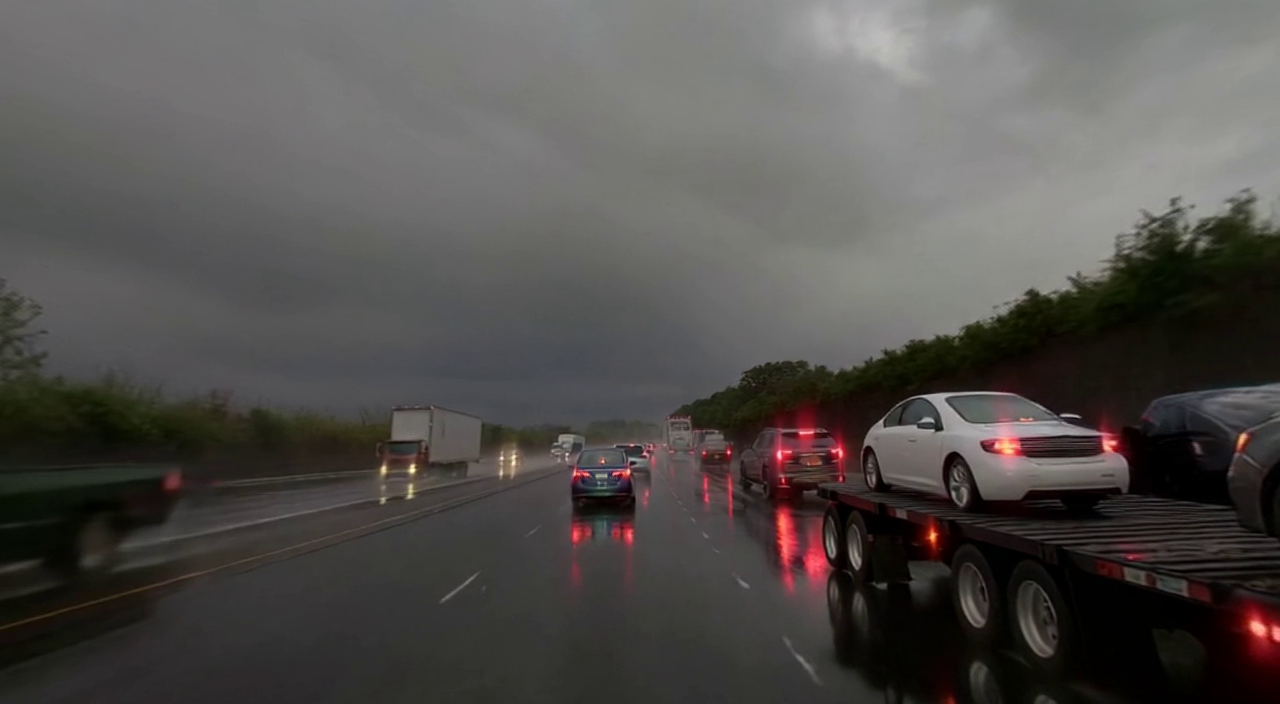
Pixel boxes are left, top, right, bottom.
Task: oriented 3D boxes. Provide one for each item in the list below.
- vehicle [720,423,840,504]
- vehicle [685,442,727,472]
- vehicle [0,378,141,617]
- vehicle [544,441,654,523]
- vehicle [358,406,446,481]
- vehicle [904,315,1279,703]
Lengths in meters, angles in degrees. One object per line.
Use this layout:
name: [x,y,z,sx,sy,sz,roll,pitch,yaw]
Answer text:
vehicle: [3.538,2.941,16.841,2.303,1.889,3.920,0,-9,0]
vehicle: [3.819,6.124,36.902,1.938,1.660,4.223,0,-9,-1]
vehicle: [-8.322,1.456,5.938,2.385,2.627,5.771,0,-9,0]
vehicle: [-0.719,2.648,13.315,1.991,1.466,3.675,0,-9,1]
vehicle: [-15.343,5.983,41.234,3.230,4.500,5.937,0,-9,1]
vehicle: [3.485,0.939,3.634,1.959,1.783,4.407,0,-9,0]
